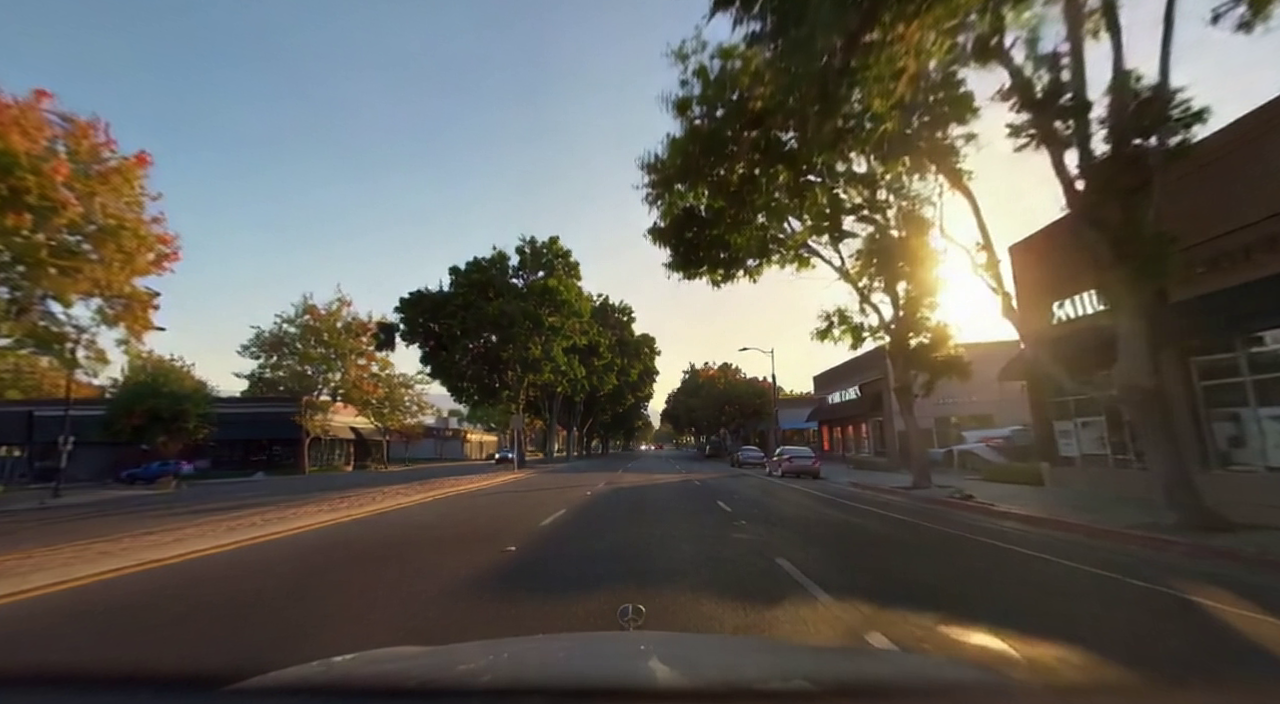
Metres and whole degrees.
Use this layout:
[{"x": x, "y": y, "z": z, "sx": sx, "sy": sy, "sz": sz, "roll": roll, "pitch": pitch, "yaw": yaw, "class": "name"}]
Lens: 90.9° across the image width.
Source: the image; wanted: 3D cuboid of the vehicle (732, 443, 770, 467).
[{"x": 7.666, "y": 7.151, "z": 44.043, "sx": 1.923, "sy": 1.498, "sz": 4.676, "roll": 1, "pitch": -8, "yaw": 2, "class": "vehicle"}]

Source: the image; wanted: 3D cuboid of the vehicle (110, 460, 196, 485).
[{"x": -34.806, "y": 8.625, "z": 45.147, "sx": 4.405, "sy": 1.458, "sz": 1.990, "roll": -2, "pitch": -9, "yaw": -4, "class": "vehicle"}]

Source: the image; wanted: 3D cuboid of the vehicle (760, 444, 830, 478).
[{"x": 7.382, "y": 5.210, "z": 30.593, "sx": 2.119, "sy": 1.458, "sz": 4.965, "roll": 1, "pitch": -8, "yaw": 0, "class": "vehicle"}]
